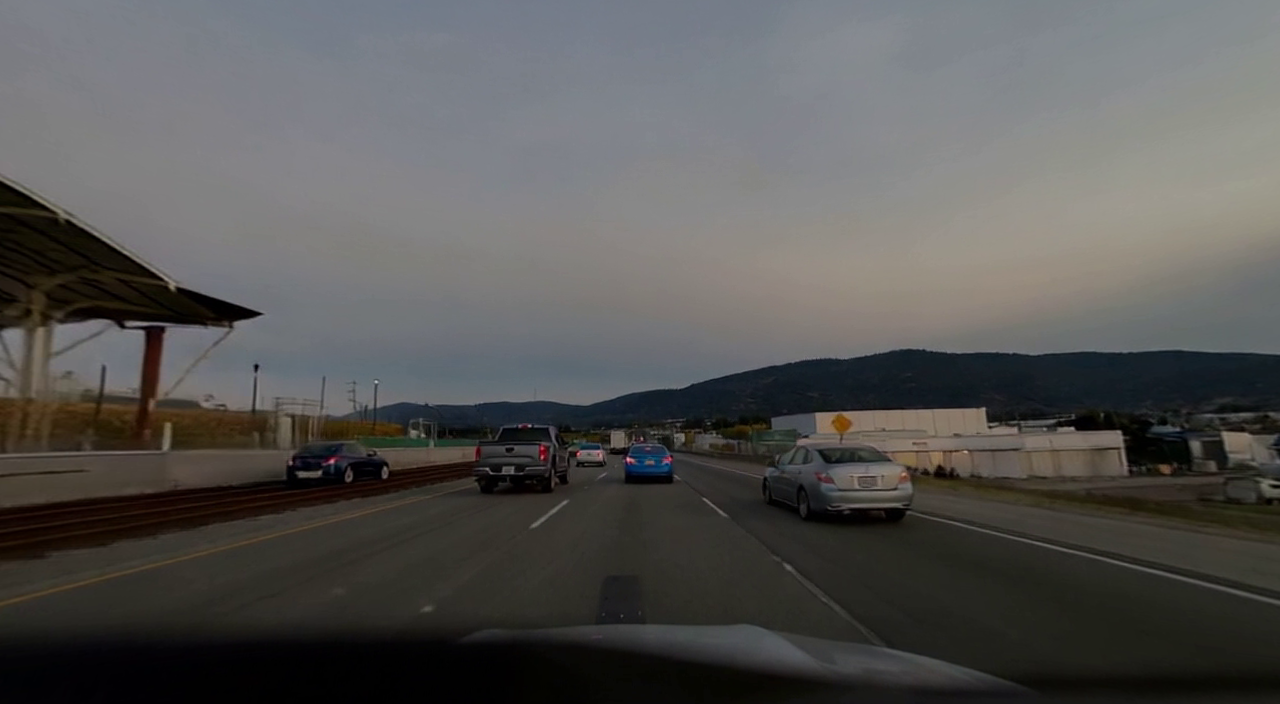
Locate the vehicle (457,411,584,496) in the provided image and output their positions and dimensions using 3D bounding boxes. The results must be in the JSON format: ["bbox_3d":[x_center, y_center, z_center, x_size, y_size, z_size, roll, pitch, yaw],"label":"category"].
[{"bbox_3d":[-3.436,3.182,20.043,2.733,2.230,6.820,0,-8,0],"label":"vehicle"}]

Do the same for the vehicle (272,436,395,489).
[{"bbox_3d":[-10.897,3.945,22.857,2.137,1.728,4.665,0,-8,-1],"label":"vehicle"}]

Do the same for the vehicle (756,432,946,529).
[{"bbox_3d":[3.775,2.391,12.384,2.023,1.510,4.773,0,-9,-1],"label":"vehicle"}]

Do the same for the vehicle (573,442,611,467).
[{"bbox_3d":[-3.220,6.980,43.057,2.151,1.613,4.786,0,-8,1],"label":"vehicle"}]

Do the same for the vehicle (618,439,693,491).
[{"bbox_3d":[0.417,3.574,20.302,2.171,1.493,4.081,0,-8,-1],"label":"vehicle"}]
